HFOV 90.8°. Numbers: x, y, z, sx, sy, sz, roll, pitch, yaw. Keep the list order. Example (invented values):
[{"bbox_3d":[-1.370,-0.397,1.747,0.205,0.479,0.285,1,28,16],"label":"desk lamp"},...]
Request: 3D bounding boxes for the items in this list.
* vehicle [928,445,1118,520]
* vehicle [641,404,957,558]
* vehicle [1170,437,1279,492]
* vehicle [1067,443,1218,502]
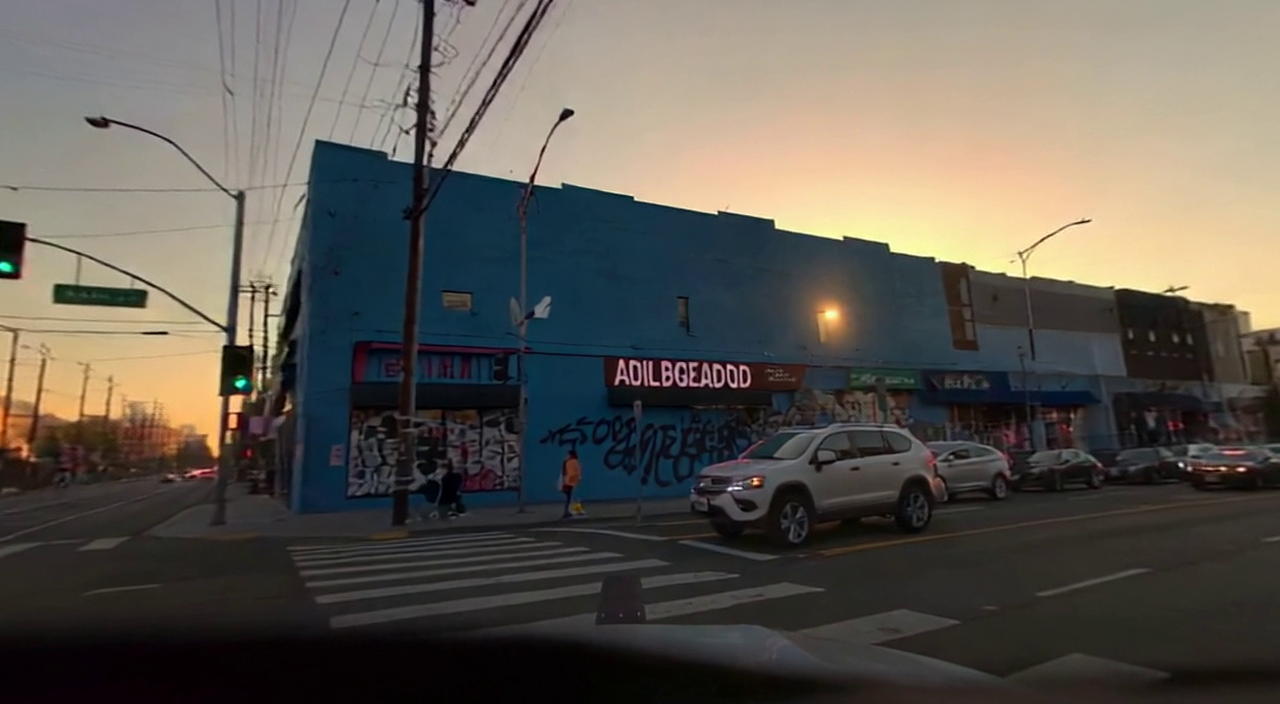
[{"bbox_3d":[9.144,2.968,14.994,4.672,1.459,1.938,5,-10,-33],"label":"vehicle"},{"bbox_3d":[2.743,1.999,10.597,4.970,1.972,2.372,5,-10,-34],"label":"vehicle"},{"bbox_3d":[21.719,4.057,23.224,4.811,1.807,1.955,5,-10,-33],"label":"vehicle"},{"bbox_3d":[15.081,3.526,18.921,4.619,1.511,2.010,5,-10,-32],"label":"vehicle"}]
